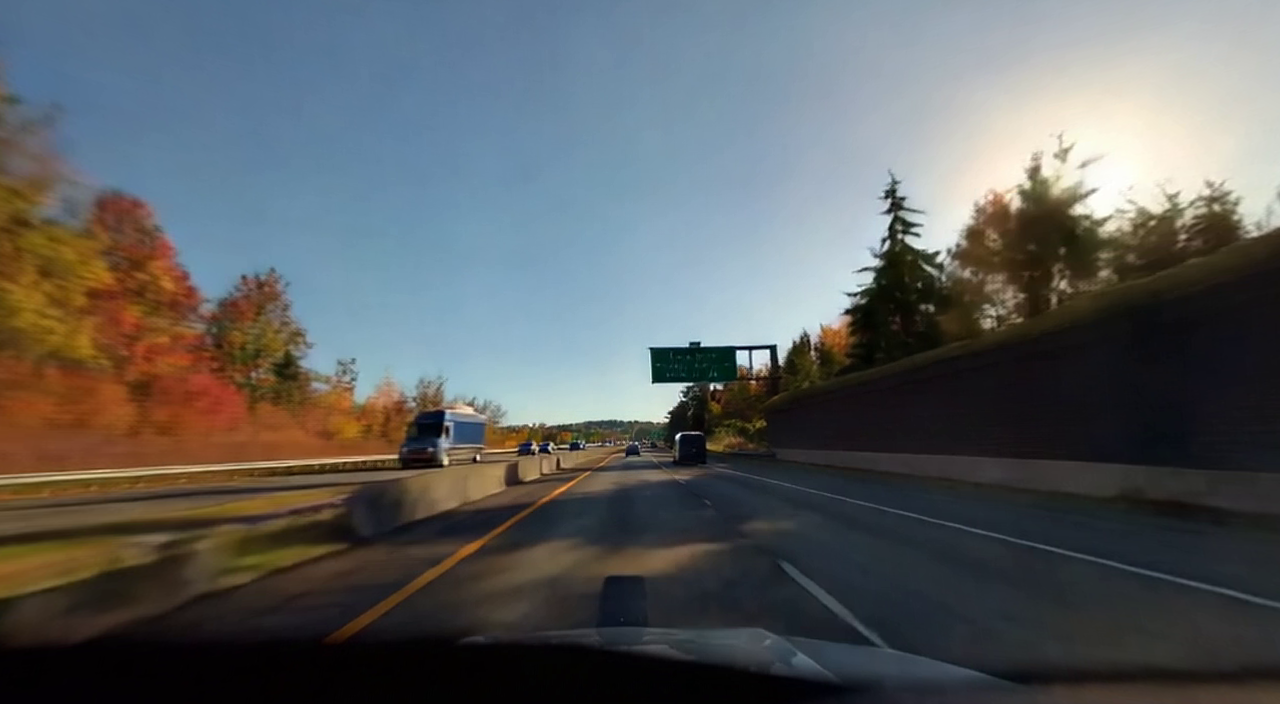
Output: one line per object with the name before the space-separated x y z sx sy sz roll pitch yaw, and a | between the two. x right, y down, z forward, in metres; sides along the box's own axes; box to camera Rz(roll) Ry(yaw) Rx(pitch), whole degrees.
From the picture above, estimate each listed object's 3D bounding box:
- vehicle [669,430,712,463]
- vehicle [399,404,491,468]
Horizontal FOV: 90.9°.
vehicle | 3.301 6.346 42.442 2.393 2.072 4.958 0 -8 -2
vehicle | -12.511 5.586 41.523 3.010 3.699 9.465 0 -8 0
